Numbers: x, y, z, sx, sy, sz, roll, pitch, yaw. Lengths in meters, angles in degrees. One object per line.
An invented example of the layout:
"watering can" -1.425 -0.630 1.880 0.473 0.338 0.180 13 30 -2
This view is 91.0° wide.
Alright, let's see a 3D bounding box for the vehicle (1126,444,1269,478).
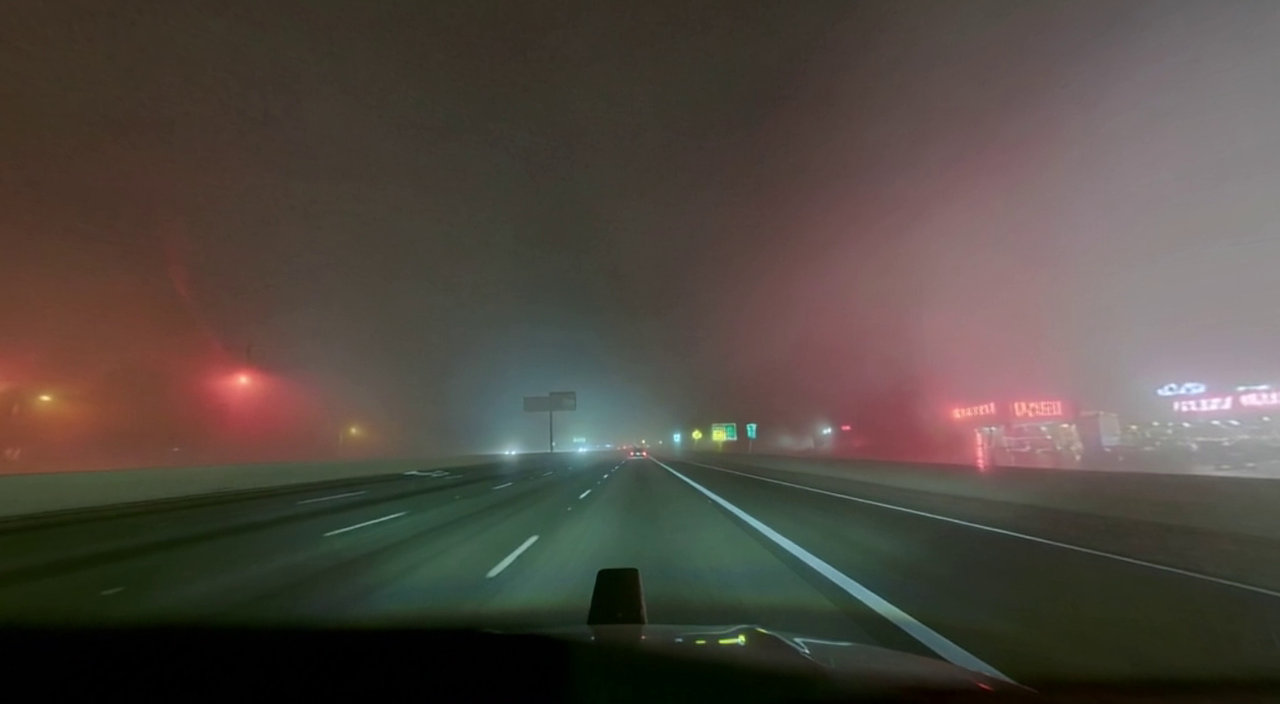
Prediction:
"vehicle" 40.294 7.917 45.712 7.313 2.332 2.770 -1 -9 6
